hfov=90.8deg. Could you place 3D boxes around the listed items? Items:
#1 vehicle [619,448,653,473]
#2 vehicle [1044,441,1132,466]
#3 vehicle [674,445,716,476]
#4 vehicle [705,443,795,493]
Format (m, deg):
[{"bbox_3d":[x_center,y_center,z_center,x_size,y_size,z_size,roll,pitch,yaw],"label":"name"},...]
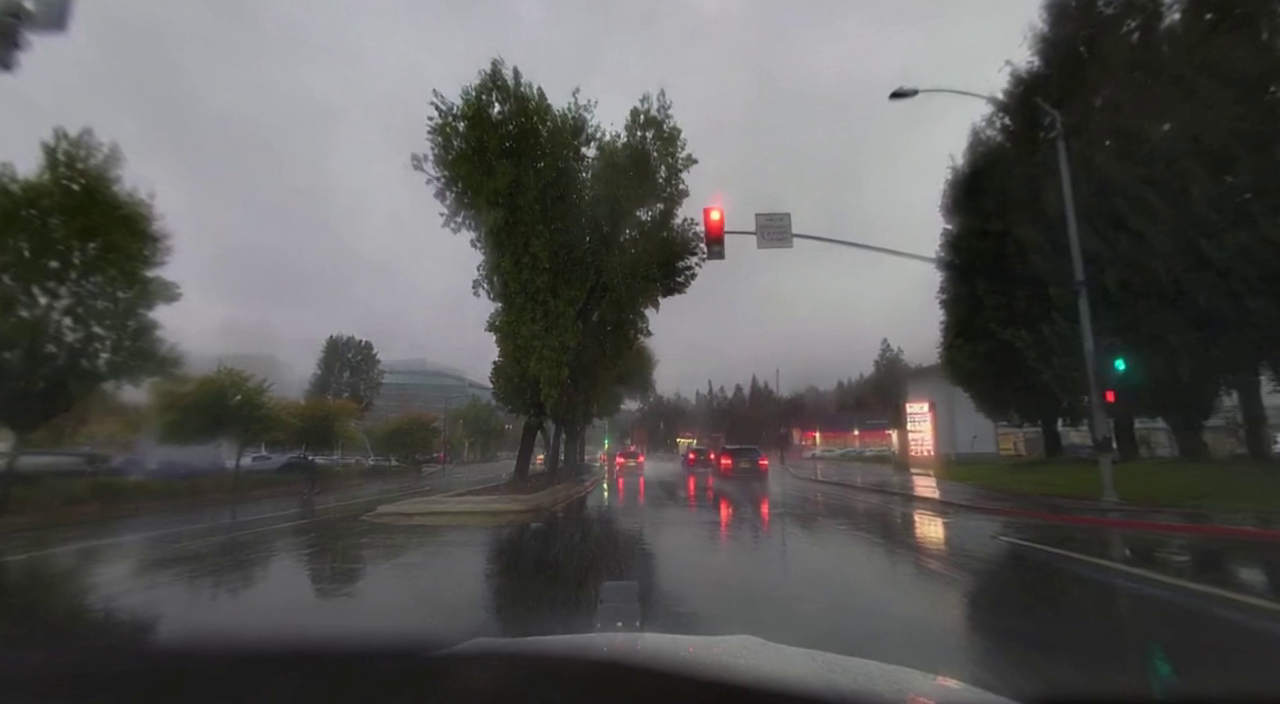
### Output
[{"bbox_3d":[-0.291,6.993,40.830,2.068,1.512,3.987,0,-9,-2],"label":"vehicle"},{"bbox_3d":[32.987,7.475,46.610,4.894,1.710,2.075,0,-8,0],"label":"vehicle"},{"bbox_3d":[3.304,6.596,38.724,2.046,1.768,4.370,0,-9,-2],"label":"vehicle"},{"bbox_3d":[3.759,4.034,22.345,1.966,1.596,3.980,1,-9,-8],"label":"vehicle"}]
